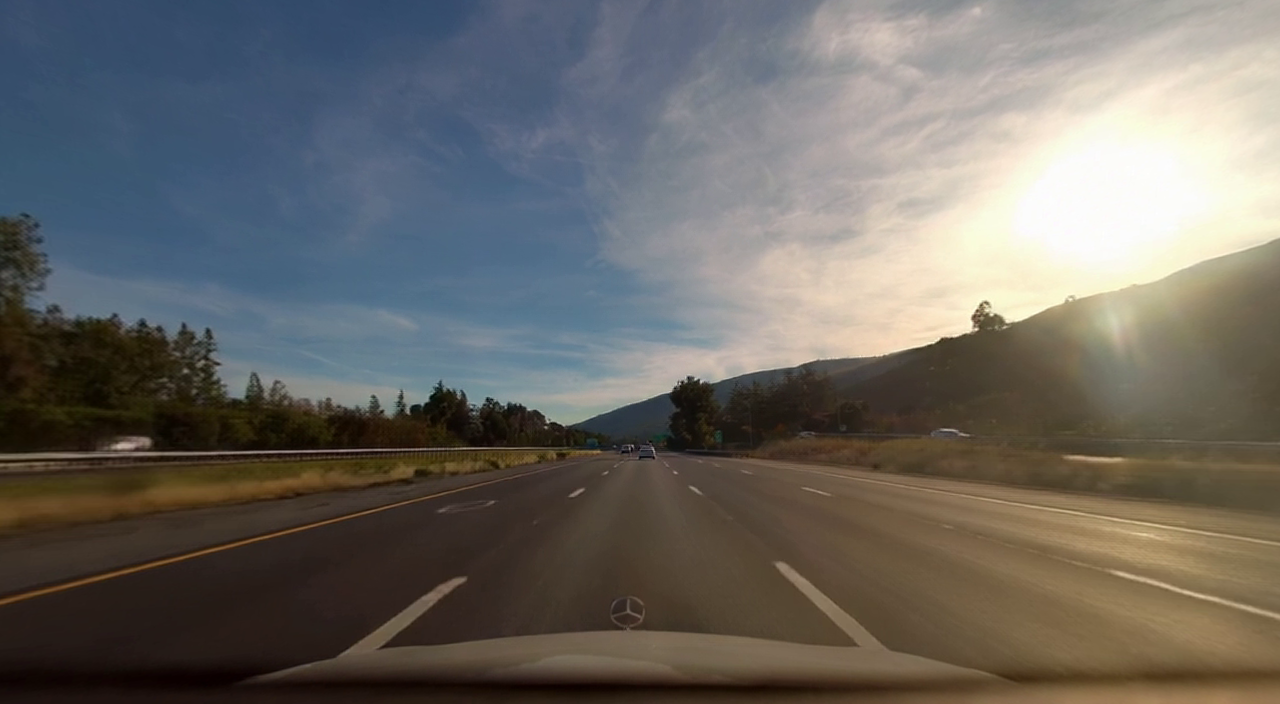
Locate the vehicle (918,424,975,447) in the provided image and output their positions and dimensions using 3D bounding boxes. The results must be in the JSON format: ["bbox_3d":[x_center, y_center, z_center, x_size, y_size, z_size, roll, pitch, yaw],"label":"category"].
[{"bbox_3d":[23.761,6.512,49.017,2.235,1.713,4.397,0,-8,1],"label":"vehicle"}]
